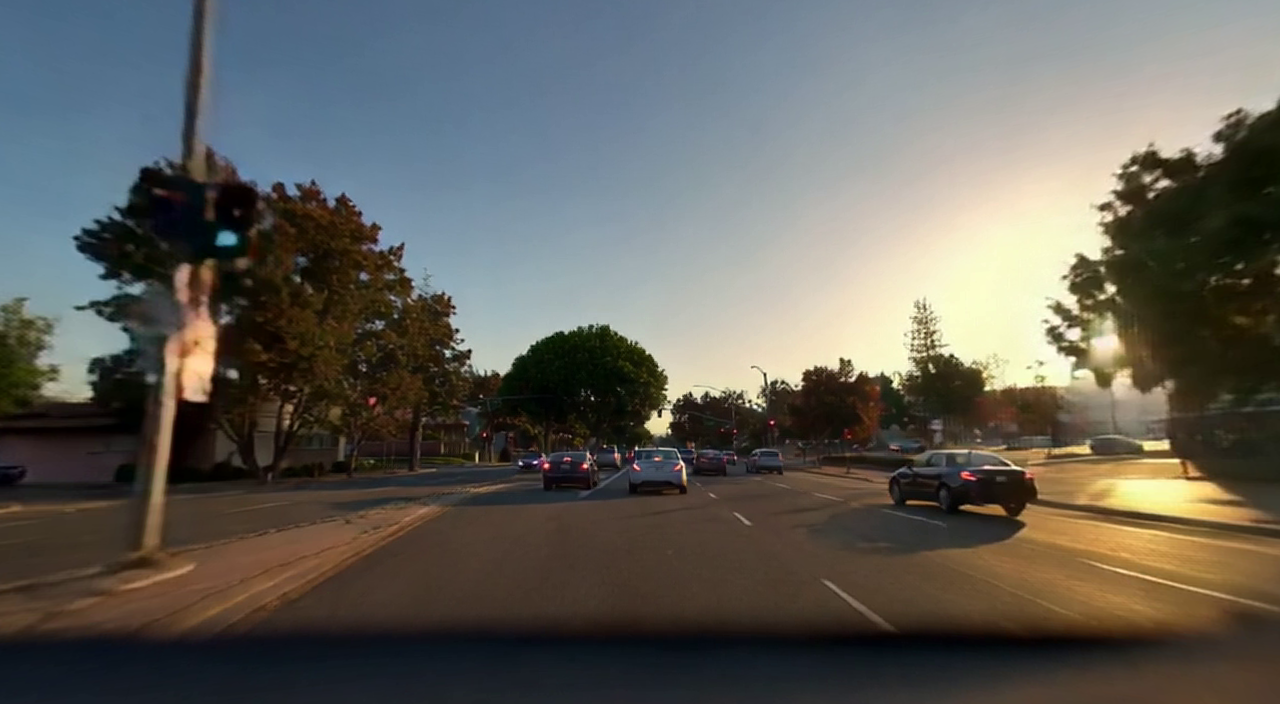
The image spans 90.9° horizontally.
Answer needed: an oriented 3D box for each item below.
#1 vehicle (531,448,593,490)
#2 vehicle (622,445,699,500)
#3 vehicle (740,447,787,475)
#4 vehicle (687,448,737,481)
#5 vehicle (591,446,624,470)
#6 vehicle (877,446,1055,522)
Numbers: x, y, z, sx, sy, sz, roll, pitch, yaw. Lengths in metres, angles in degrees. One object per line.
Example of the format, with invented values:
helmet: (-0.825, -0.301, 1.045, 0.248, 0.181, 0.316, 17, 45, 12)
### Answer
vehicle: (-2.875, 4.431, 24.210, 1.938, 1.472, 4.399, 0, -9, -2)
vehicle: (0.601, 3.612, 19.222, 2.096, 1.473, 3.893, 0, -9, 1)
vehicle: (7.746, 6.878, 39.962, 2.044, 1.701, 4.397, 0, -9, 0)
vehicle: (3.518, 5.602, 31.618, 1.988, 1.528, 4.144, 0, -9, -1)
vehicle: (-2.416, 8.020, 47.931, 2.219, 1.699, 4.090, 0, -9, 1)
vehicle: (7.471, 3.034, 15.062, 1.892, 1.515, 4.400, 0, -9, 0)
